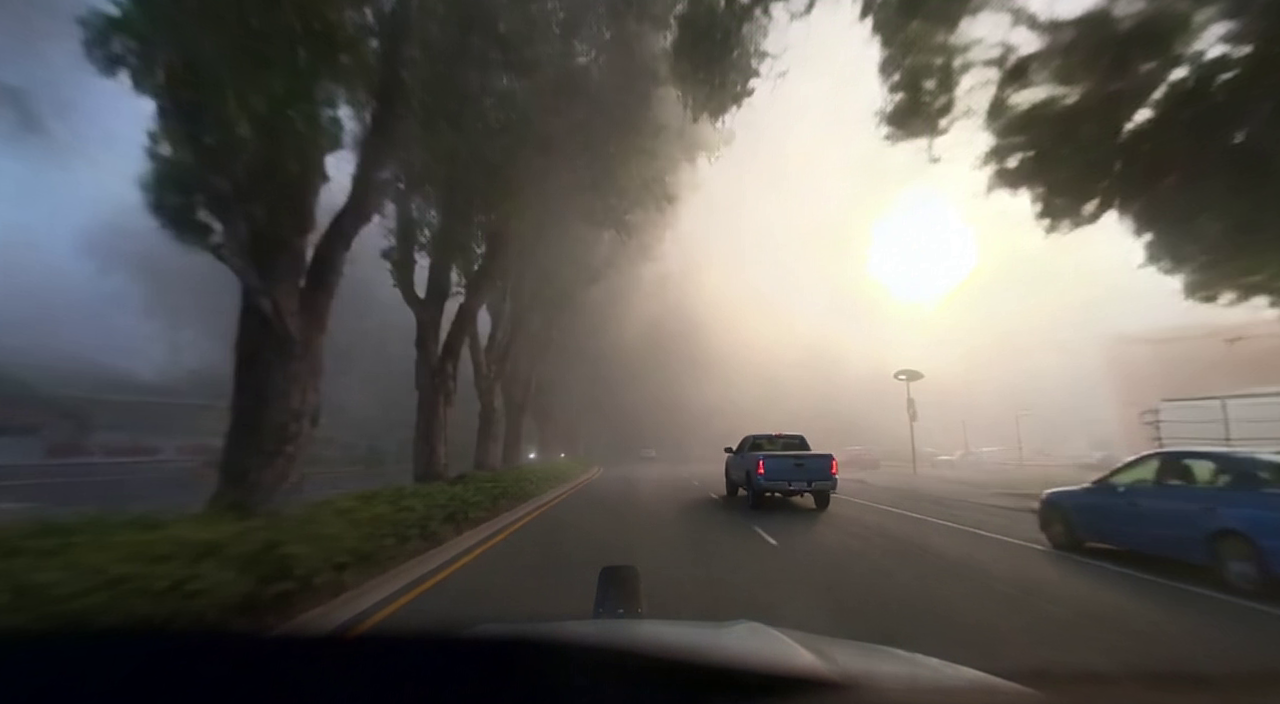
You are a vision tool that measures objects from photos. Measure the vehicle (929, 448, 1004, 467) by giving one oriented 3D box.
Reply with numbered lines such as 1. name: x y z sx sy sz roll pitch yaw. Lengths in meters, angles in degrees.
1. vehicle: 25.002 8.074 48.426 4.648 1.444 1.912 0 -8 -1

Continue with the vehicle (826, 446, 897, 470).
1. vehicle: 16.849 8.071 48.175 4.554 1.566 1.925 -3 -9 0

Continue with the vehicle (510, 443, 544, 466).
1. vehicle: -8.721 7.940 49.014 1.834 1.695 4.129 0 -8 0

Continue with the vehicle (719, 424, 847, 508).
1. vehicle: 3.495 2.907 16.644 2.138 1.836 5.245 0 -8 0

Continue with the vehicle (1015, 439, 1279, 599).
1. vehicle: 6.907 1.786 7.445 2.012 1.460 4.812 0 -8 0

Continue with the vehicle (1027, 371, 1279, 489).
1. vehicle: 18.917 2.769 22.076 8.393 3.716 3.472 1 -9 -2
